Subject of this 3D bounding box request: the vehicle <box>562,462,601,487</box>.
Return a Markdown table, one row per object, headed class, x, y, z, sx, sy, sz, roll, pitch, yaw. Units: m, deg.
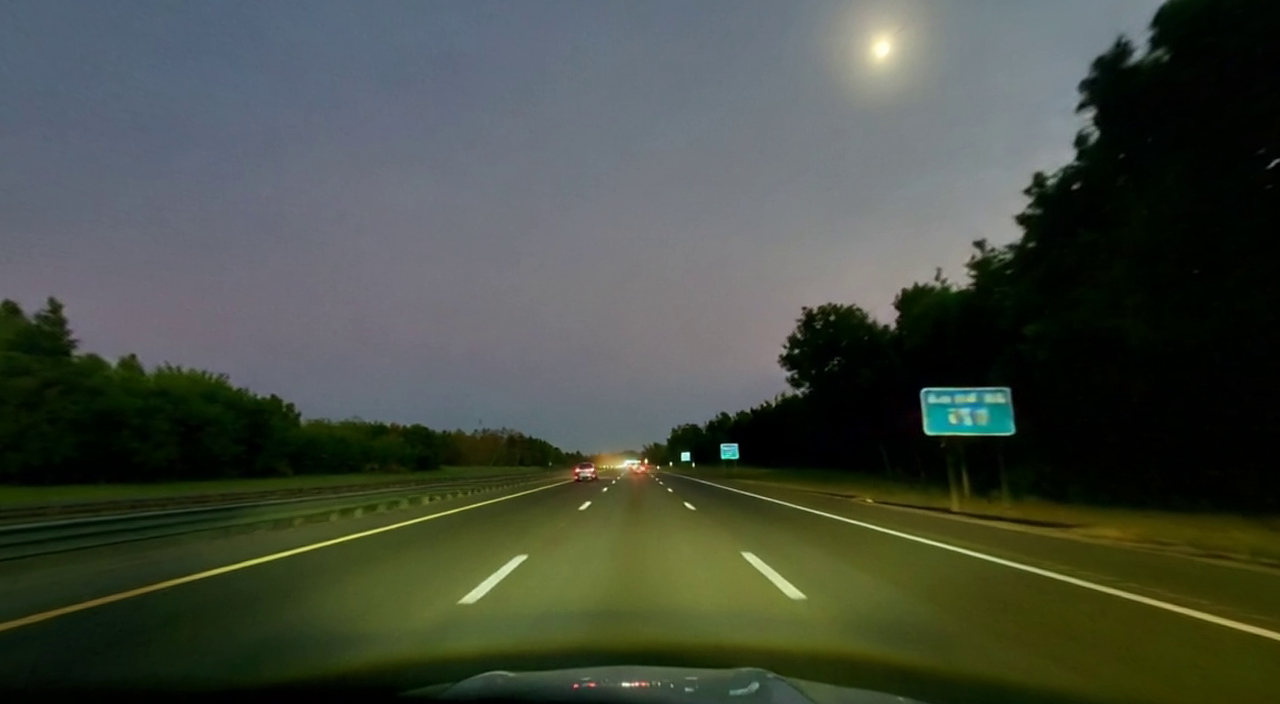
| class | x | y | z | sx | sy | sz | roll | pitch | yaw |
| --- | --- | --- | --- | --- | --- | --- | --- | --- | --- |
| vehicle | -3.821 | 8.067 | 41.689 | 2.143 | 1.516 | 4.552 | 1 | -10 | 0 |
